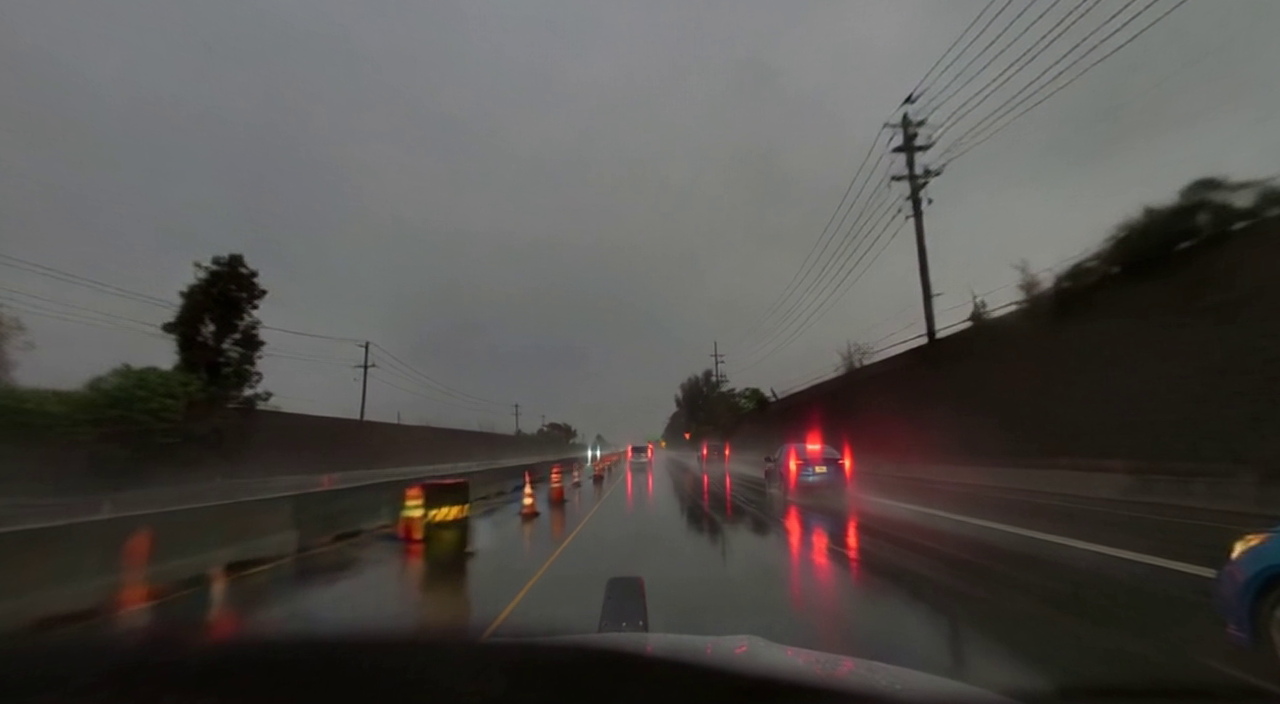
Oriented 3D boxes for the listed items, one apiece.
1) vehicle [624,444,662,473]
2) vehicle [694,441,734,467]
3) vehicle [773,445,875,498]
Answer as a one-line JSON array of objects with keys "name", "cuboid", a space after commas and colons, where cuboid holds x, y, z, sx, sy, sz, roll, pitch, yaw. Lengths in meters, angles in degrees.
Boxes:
[{"name": "vehicle", "cuboid": [0.198, 6.240, 37.198, 2.096, 1.583, 4.150, 0, -8, 0]}, {"name": "vehicle", "cuboid": [5.677, 7.921, 49.265, 2.559, 1.943, 5.610, 0, -8, 1]}, {"name": "vehicle", "cuboid": [5.376, 3.525, 19.026, 1.881, 1.409, 4.016, 0, -8, 0]}]
